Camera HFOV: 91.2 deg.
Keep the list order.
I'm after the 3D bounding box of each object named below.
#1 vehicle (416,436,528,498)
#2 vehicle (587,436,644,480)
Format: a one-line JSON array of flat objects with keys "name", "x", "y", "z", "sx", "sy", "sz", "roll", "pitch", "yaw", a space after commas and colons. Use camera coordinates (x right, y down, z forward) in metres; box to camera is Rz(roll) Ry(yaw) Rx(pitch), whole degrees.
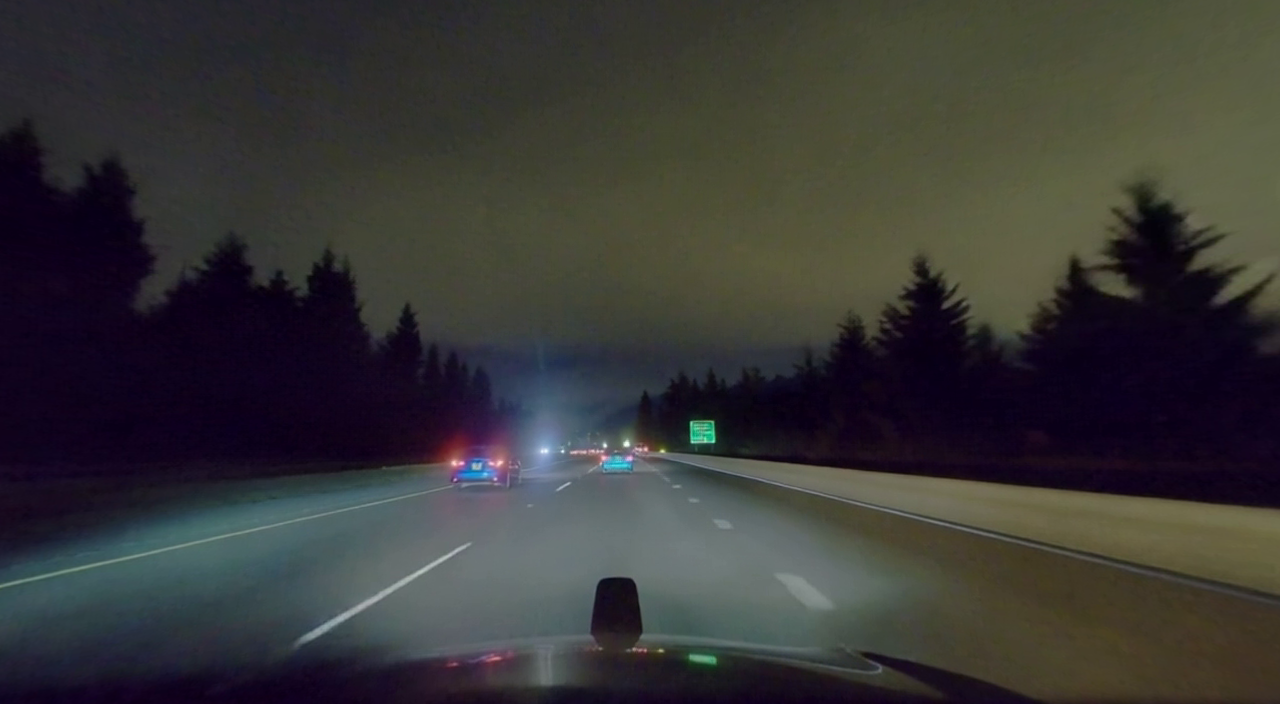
[{"name": "vehicle", "x": -4.848, "y": 3.384, "z": 18.879, "sx": 2.103, "sy": 1.588, "sz": 4.709, "roll": -1, "pitch": -9, "yaw": 0}, {"name": "vehicle", "x": -1.007, "y": 4.480, "z": 26.715, "sx": 2.220, "sy": 1.711, "sz": 4.056, "roll": 0, "pitch": -9, "yaw": -1}]
